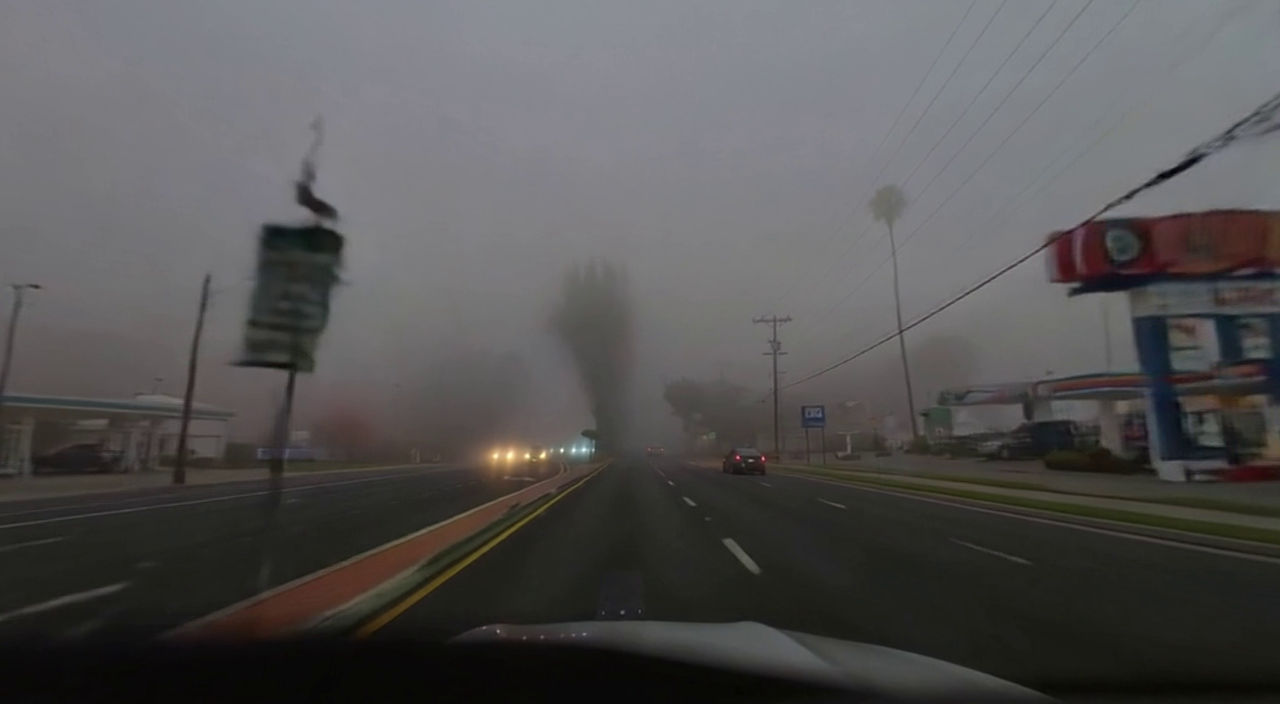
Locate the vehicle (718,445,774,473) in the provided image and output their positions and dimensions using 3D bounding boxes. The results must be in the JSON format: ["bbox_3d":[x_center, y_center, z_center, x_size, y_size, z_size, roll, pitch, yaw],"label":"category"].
[{"bbox_3d":[5.892,6.004,35.654,2.261,1.479,4.403,0,-8,-2],"label":"vehicle"}]
